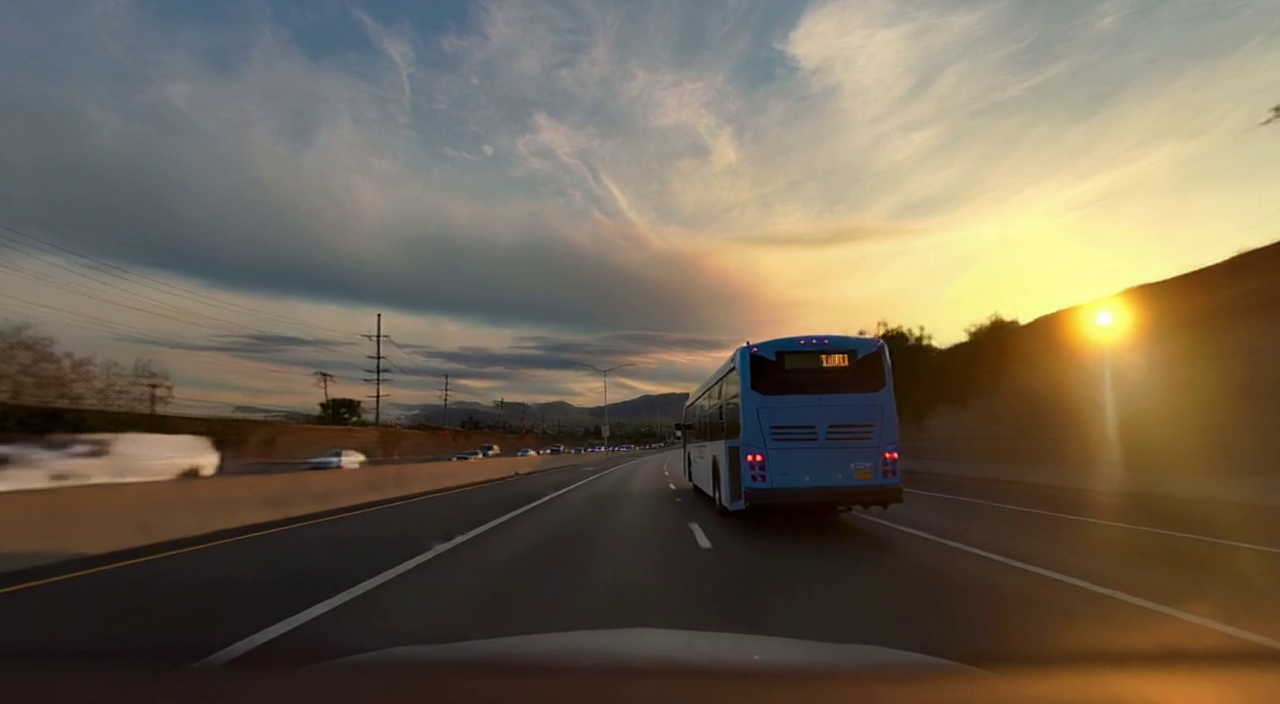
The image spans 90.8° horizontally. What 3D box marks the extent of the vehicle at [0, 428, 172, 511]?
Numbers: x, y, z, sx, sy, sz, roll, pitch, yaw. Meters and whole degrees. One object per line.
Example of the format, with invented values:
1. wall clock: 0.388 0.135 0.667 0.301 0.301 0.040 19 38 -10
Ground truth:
1. vehicle: -15.653 3.002 16.568 2.263 1.881 5.692 0 -9 2

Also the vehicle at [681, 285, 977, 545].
1. vehicle: 3.040 1.904 16.001 3.144 3.580 14.591 0 -8 1
